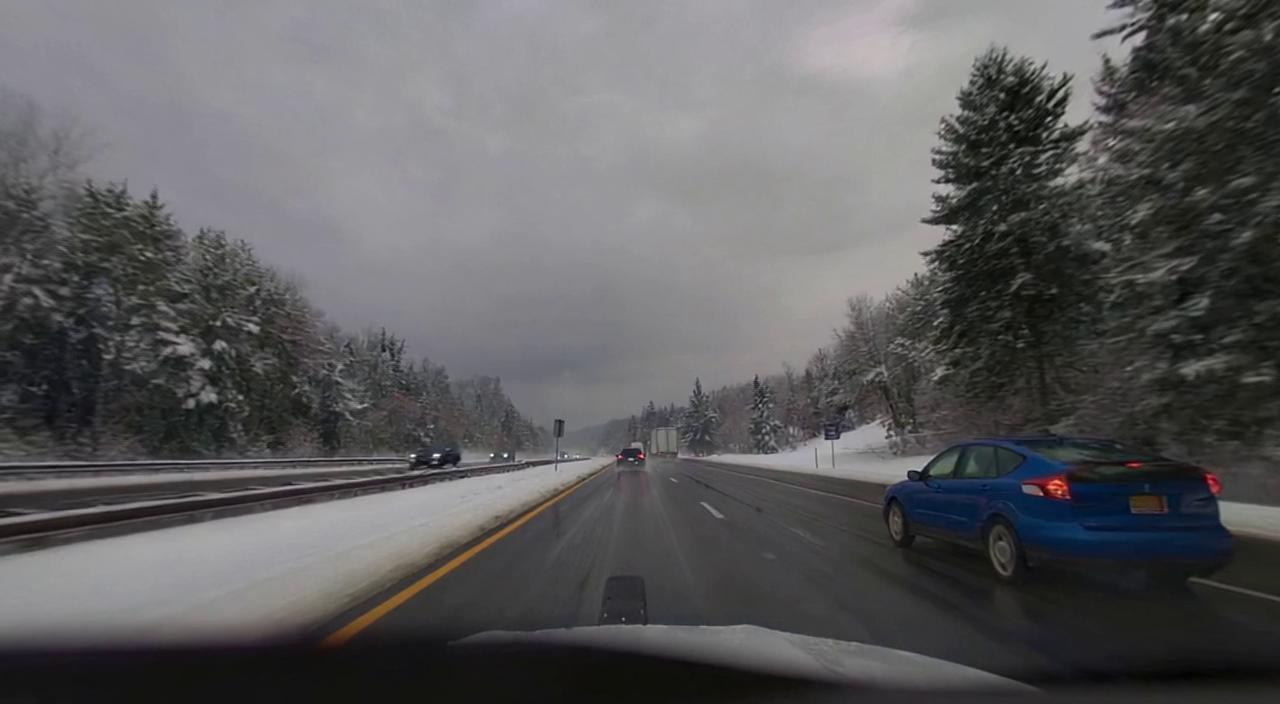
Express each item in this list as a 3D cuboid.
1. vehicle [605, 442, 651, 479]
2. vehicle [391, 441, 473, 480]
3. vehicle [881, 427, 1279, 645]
[{"bbox_3d":[-0.592,5.482,31.974,2.190,1.706,4.062,0,-9,-1],"label":"vehicle"},{"bbox_3d":[-9.209,4.832,28.341,2.125,1.566,4.460,0,-9,0],"label":"vehicle"},{"bbox_3d":[4.080,1.520,6.146,1.917,1.421,3.759,0,-9,-1],"label":"vehicle"}]
